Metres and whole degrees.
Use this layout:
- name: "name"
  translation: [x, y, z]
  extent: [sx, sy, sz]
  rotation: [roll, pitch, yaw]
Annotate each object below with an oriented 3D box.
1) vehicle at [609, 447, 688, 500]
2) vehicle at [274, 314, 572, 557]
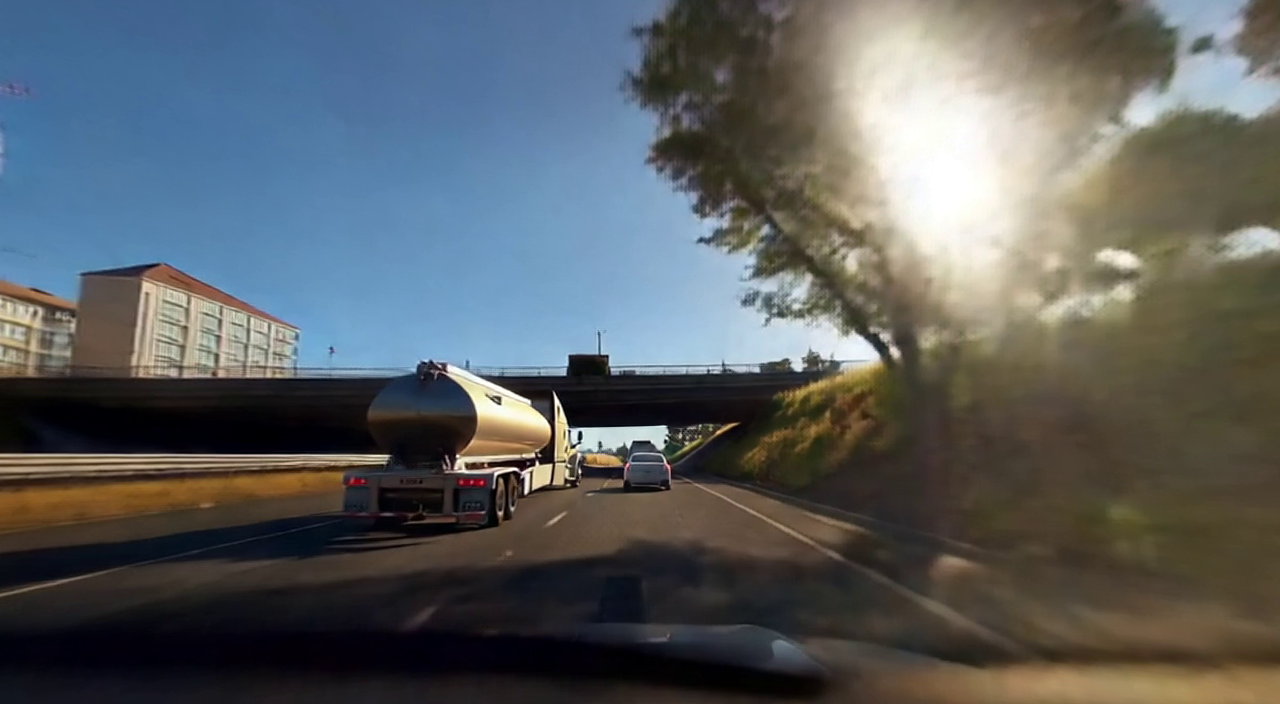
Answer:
- name: "vehicle"
  translation: [0.217, 3.762, 20.034]
  extent: [2.215, 1.481, 4.246]
  rotation: [0, -9, -1]
- name: "vehicle"
  translation: [-3.949, 2.283, 16.647]
  extent: [2.896, 3.563, 14.643]
  rotation: [0, -9, -1]
